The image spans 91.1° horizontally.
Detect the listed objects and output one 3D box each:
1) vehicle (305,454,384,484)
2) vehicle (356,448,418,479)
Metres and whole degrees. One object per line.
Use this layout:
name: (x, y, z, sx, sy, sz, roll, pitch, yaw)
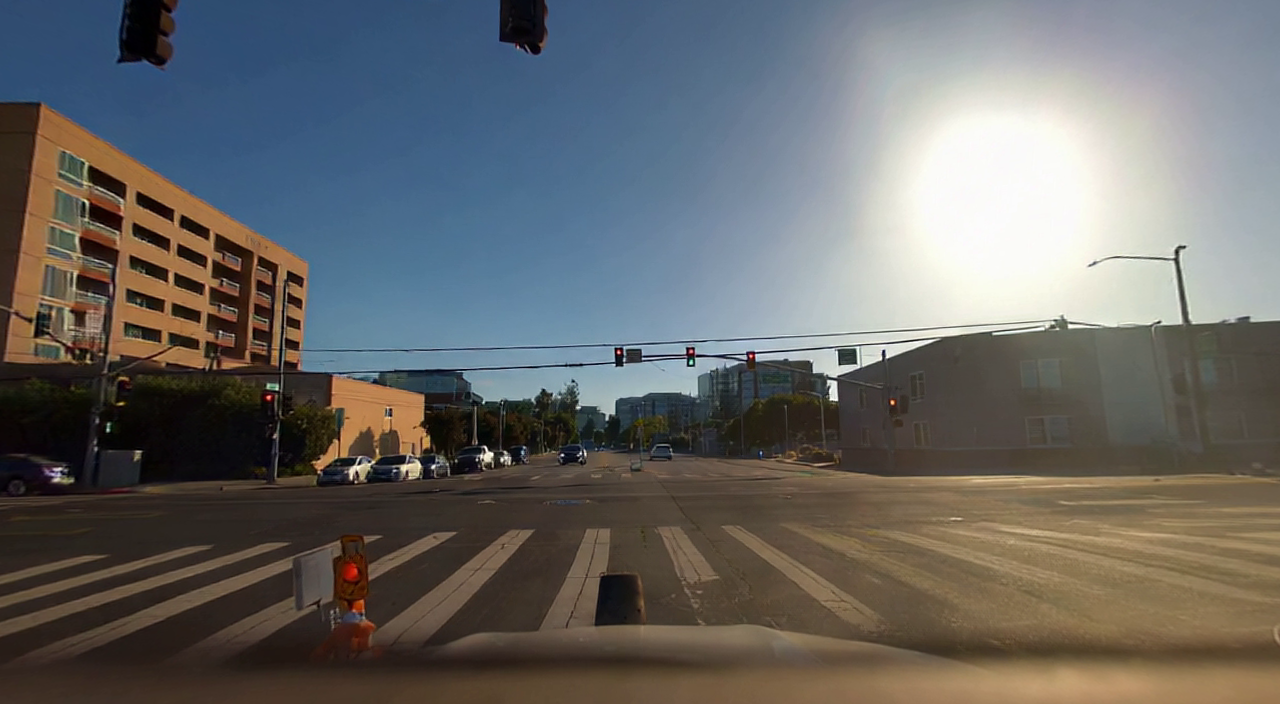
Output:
vehicle: (-16.093, 6.375, 34.496, 2.055, 1.506, 4.663, 0, -9, 0)
vehicle: (-16.181, 7.104, 40.447, 1.960, 1.819, 5.018, 0, -9, -1)
